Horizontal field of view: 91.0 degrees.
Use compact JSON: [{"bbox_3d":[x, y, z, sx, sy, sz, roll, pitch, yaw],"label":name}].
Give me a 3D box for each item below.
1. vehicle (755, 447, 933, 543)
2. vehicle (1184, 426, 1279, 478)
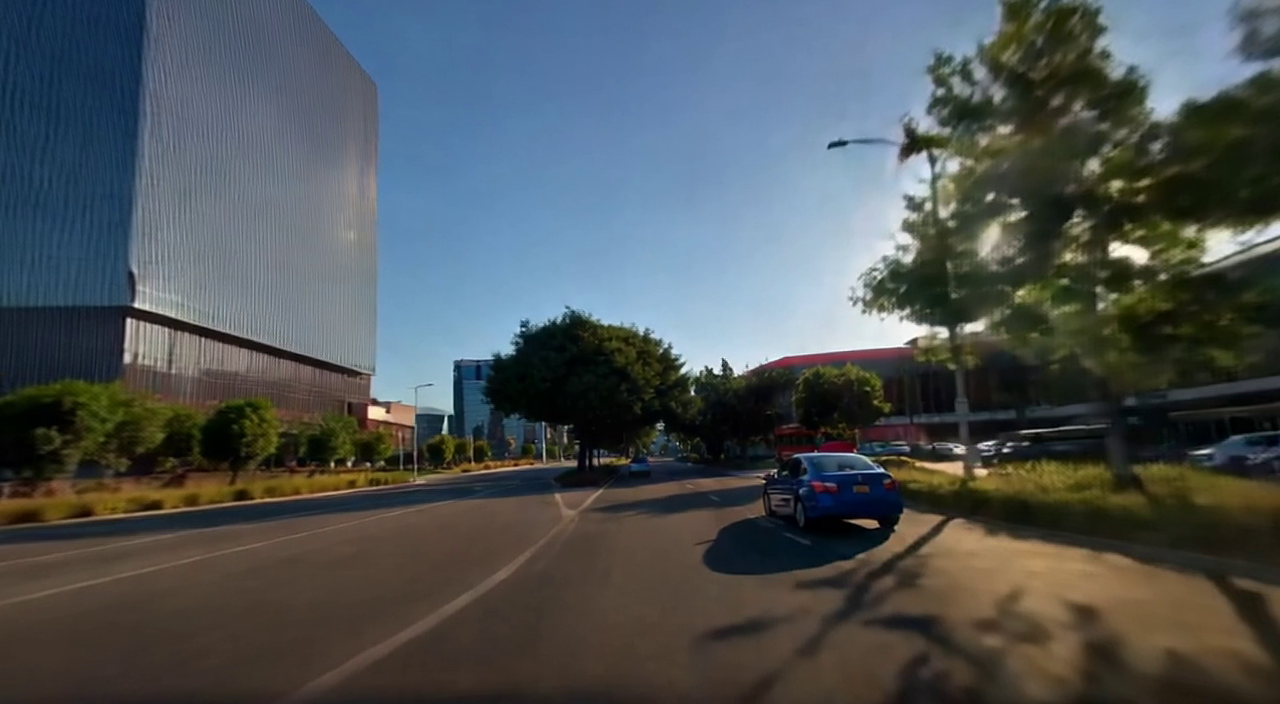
[{"bbox_3d":[3.646,2.610,12.185,1.993,1.501,4.127,0,-9,-1],"label":"vehicle"},{"bbox_3d":[20.540,3.220,20.291,4.373,1.580,1.729,0,-9,-2],"label":"vehicle"}]
